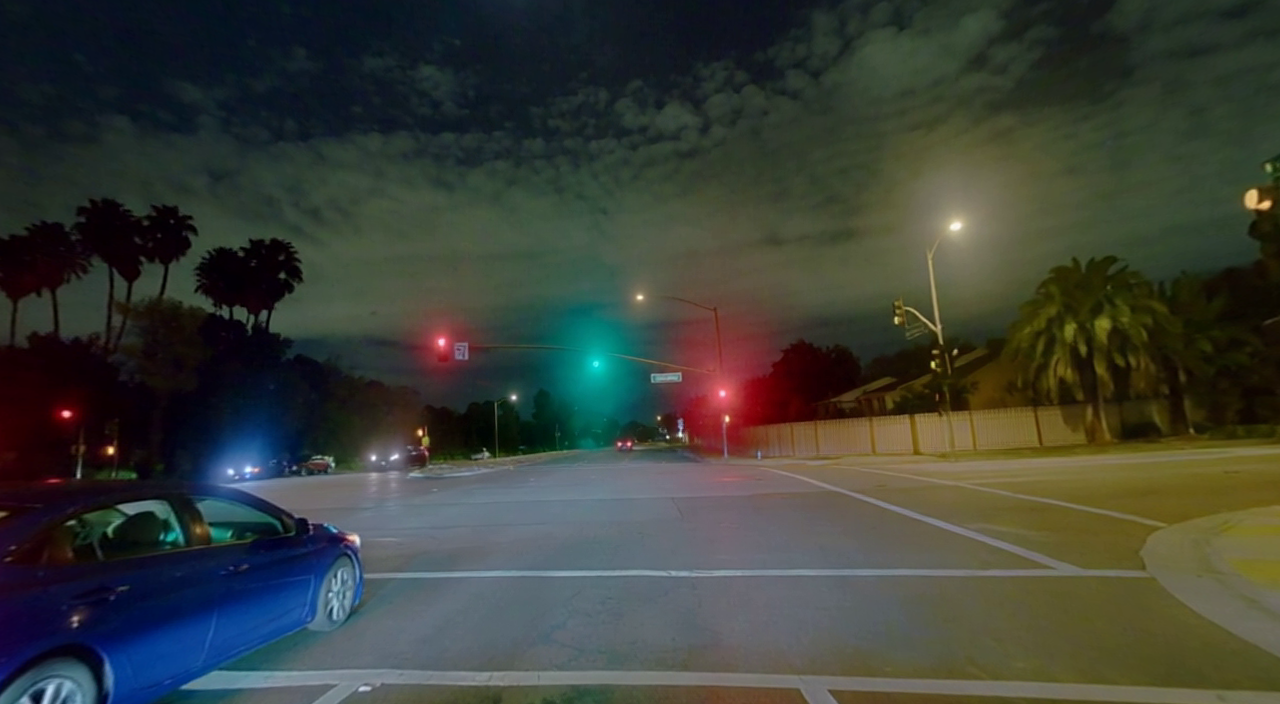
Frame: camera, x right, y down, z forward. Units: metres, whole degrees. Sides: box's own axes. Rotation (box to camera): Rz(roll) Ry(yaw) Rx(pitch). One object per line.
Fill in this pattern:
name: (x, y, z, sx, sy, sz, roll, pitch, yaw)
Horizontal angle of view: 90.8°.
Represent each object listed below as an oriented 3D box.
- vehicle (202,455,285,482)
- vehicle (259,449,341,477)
vehicle: (-24.112, 7.075, 38.642, 2.019, 1.427, 4.630, -1, -9, 2)
vehicle: (-20.028, 6.524, 37.512, 2.084, 1.528, 4.778, 0, -9, 1)
